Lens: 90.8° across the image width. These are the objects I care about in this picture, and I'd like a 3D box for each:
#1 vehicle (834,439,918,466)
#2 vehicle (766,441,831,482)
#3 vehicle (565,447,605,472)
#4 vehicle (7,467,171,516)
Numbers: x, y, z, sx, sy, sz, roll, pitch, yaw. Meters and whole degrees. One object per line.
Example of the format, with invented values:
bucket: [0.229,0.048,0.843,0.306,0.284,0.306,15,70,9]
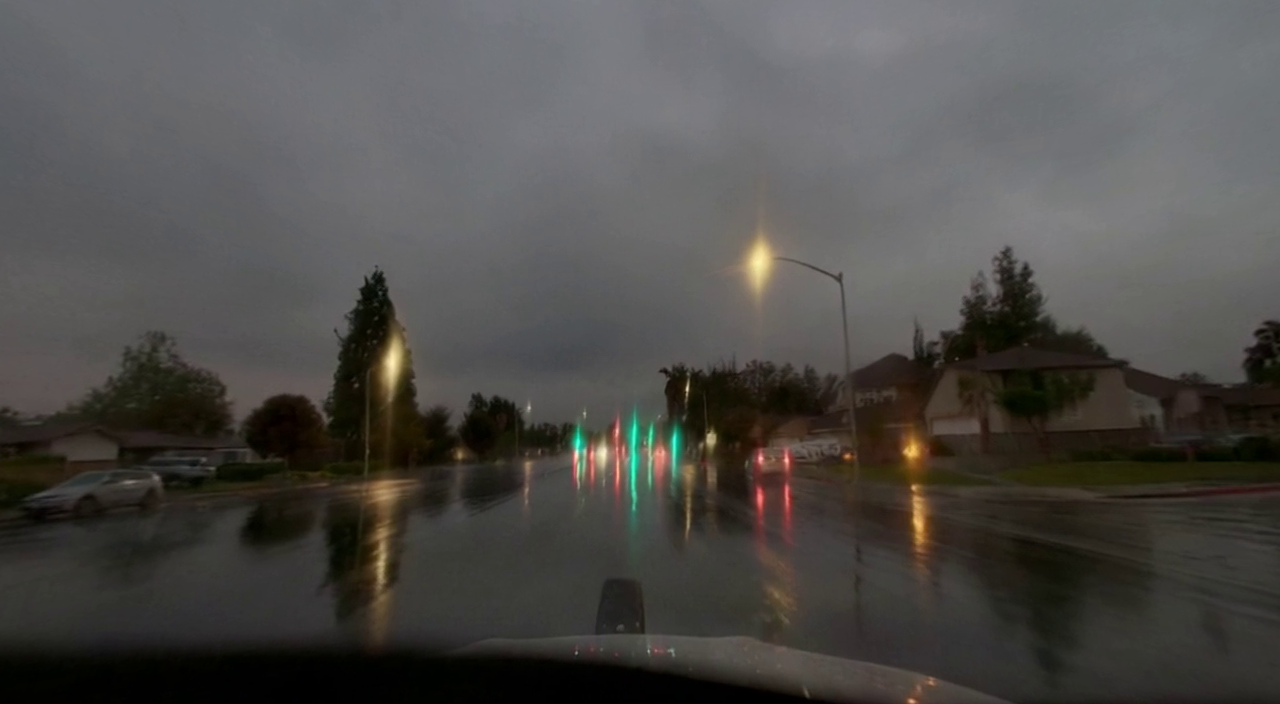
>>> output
vehicle: [15.514,6.619,41.701,4.748,1.608,1.929,-2,-9,1]
vehicle: [7.741,5.426,31.287,2.006,1.758,4.311,4,-10,0]
vehicle: [-3.531,7.031,41.596,2.263,1.548,4.555,0,-8,-1]
vehicle: [-21.225,5.362,24.709,2.003,1.555,4.921,-1,-9,0]
